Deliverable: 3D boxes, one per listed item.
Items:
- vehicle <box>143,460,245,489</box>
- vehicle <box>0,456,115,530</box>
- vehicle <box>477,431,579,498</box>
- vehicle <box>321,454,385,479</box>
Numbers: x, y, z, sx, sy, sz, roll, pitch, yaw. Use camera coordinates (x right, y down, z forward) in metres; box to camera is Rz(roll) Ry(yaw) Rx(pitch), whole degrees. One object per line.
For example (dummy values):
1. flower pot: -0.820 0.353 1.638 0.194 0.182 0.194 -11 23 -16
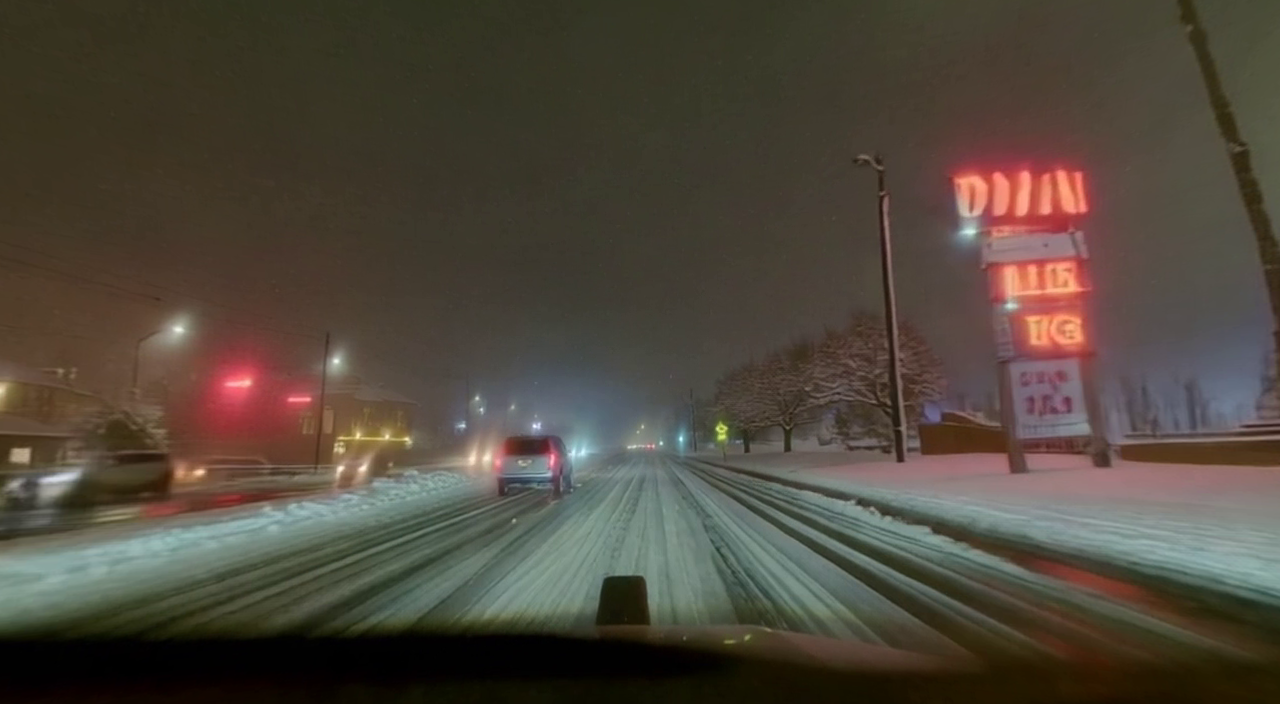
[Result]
1. vehicle: -26.563 7.283 37.646 4.782 1.473 2.204 6 -10 -36
2. vehicle: -14.104 2.966 13.280 1.960 1.462 4.689 0 -8 1
3. vehicle: -3.096 3.217 18.479 2.062 1.693 4.669 0 -8 1
4. vehicle: -18.638 7.426 41.145 1.838 1.502 4.370 -1 -8 4
